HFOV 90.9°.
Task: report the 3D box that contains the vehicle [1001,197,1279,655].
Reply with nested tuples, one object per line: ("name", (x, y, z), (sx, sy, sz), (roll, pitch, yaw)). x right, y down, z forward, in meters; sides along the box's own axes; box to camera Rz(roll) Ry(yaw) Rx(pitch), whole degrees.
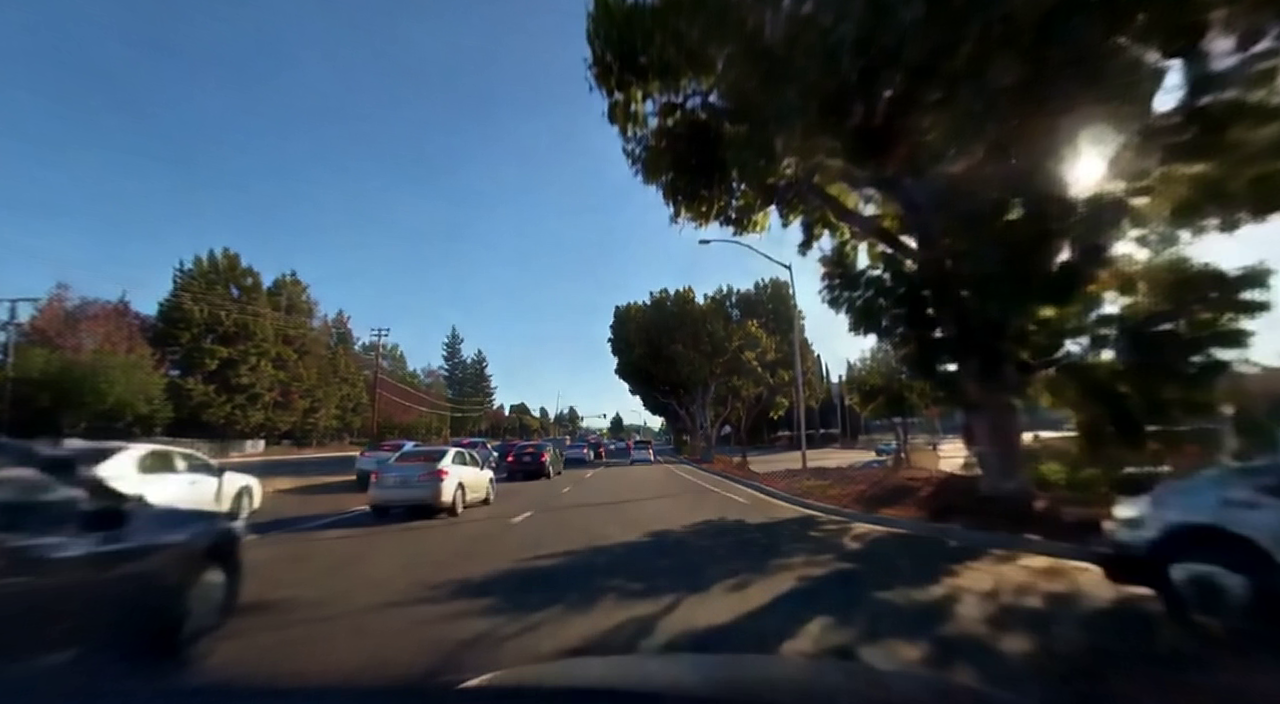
("vehicle", (7.382, 0.317, 3.406), (3.138, 3.120, 8.670), (7, -11, -42))

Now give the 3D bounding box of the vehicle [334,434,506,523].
("vehicle", (-4.226, 2.488, 13.012), (1.904, 1.496, 4.481), (0, -8, 0))

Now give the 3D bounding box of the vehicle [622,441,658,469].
("vehicle", (0.004, 5.632, 34.629), (1.875, 1.453, 3.888), (0, -8, 0))

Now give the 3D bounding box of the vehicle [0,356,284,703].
("vehicle", (-3.536, 0.812, 2.145), (2.007, 1.664, 4.431), (0, -8, 1))

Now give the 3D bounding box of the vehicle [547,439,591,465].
("vehicle", (-4.173, 5.979, 37.825), (1.975, 1.447, 4.356), (-1, -8, 2))

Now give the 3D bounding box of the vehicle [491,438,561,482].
("vehicle", (-4.237, 4.065, 24.106), (1.871, 1.502, 4.240), (0, -8, 1))
